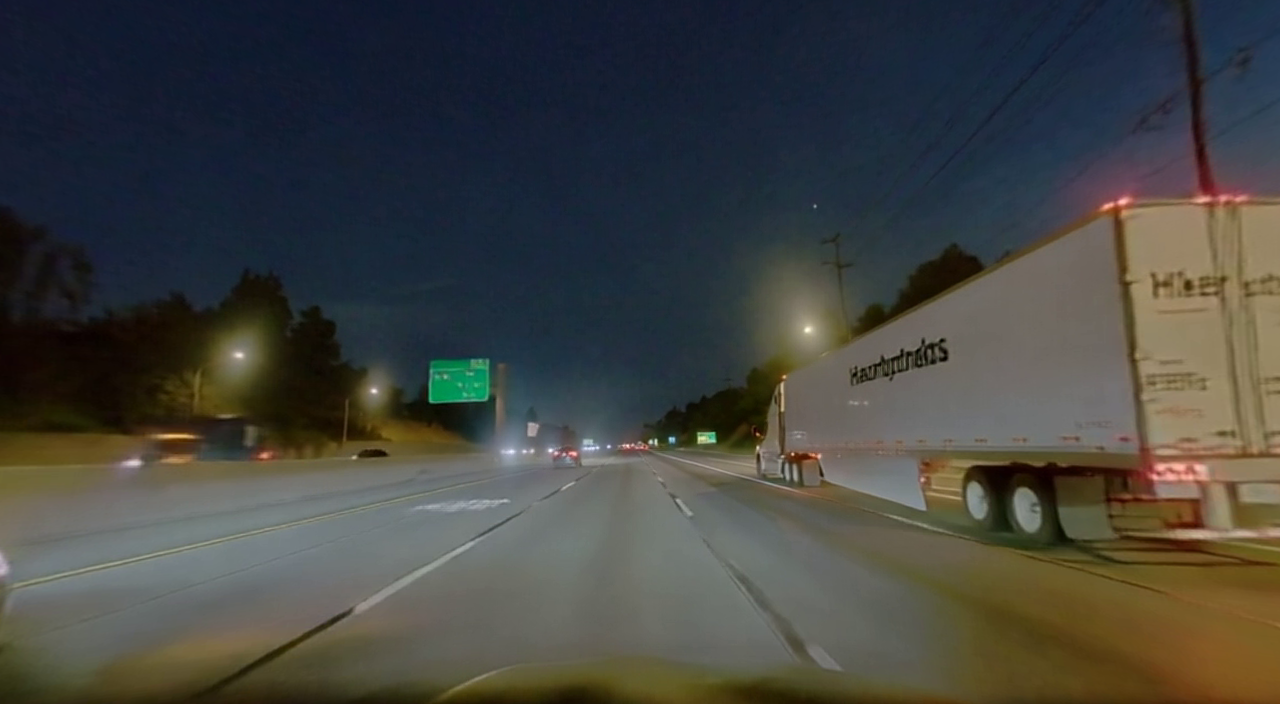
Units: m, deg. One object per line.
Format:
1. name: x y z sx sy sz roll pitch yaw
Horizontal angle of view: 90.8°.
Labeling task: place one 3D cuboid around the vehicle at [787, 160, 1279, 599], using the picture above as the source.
1. vehicle: 6.694 1.347 13.845 2.919 4.195 15.833 0 -9 -1

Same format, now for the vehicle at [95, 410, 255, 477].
1. vehicle: -17.897 3.593 24.796 2.202 2.326 5.237 0 -9 0

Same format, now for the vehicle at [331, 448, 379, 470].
1. vehicle: -17.984 6.752 39.950 1.475 1.339 3.280 0 -9 0

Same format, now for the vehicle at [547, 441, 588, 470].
1. vehicle: -4.395 6.328 38.863 2.027 1.651 4.099 0 -9 0
